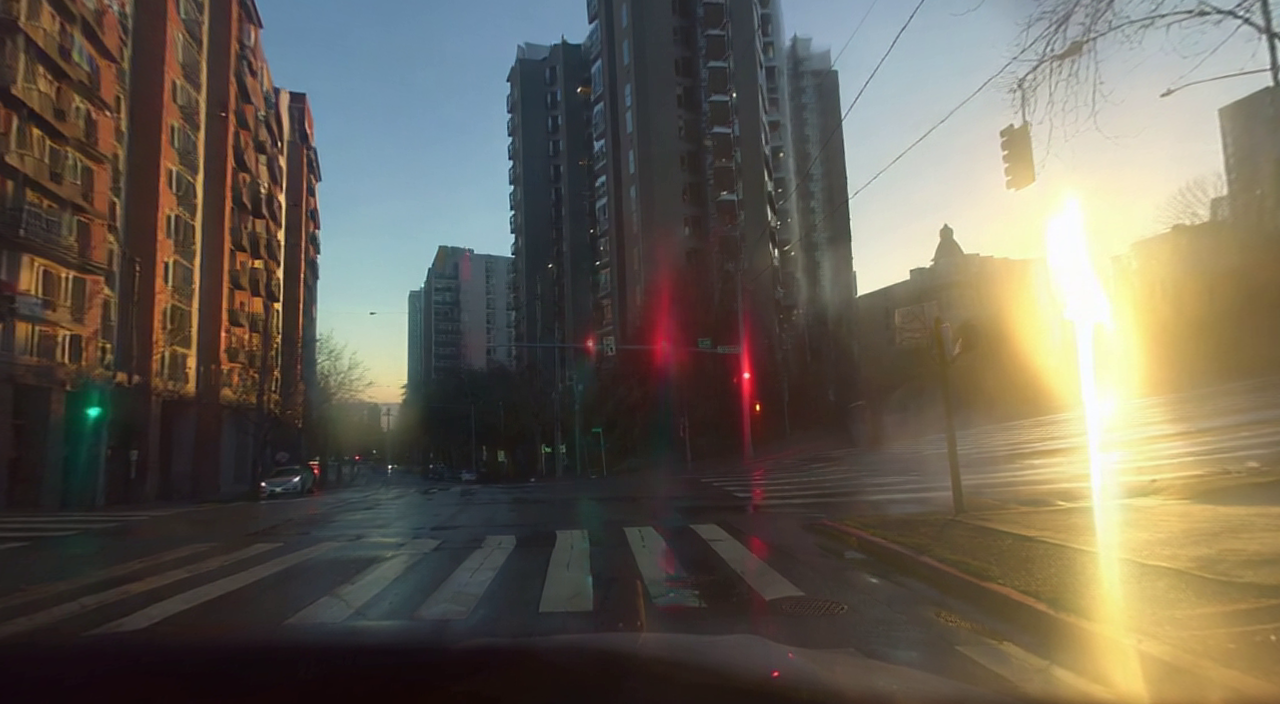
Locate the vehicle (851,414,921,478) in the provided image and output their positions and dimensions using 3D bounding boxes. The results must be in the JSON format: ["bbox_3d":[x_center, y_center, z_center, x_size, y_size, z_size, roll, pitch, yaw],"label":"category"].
[{"bbox_3d":[13.098,5.097,34.098,2.948,3.071,7.295,-3,-9,17],"label":"vehicle"}]

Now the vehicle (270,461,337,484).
[{"bbox_3d":[-24.683,8.854,46.277,3.882,1.600,1.768,0,-9,2],"label":"vehicle"}]
